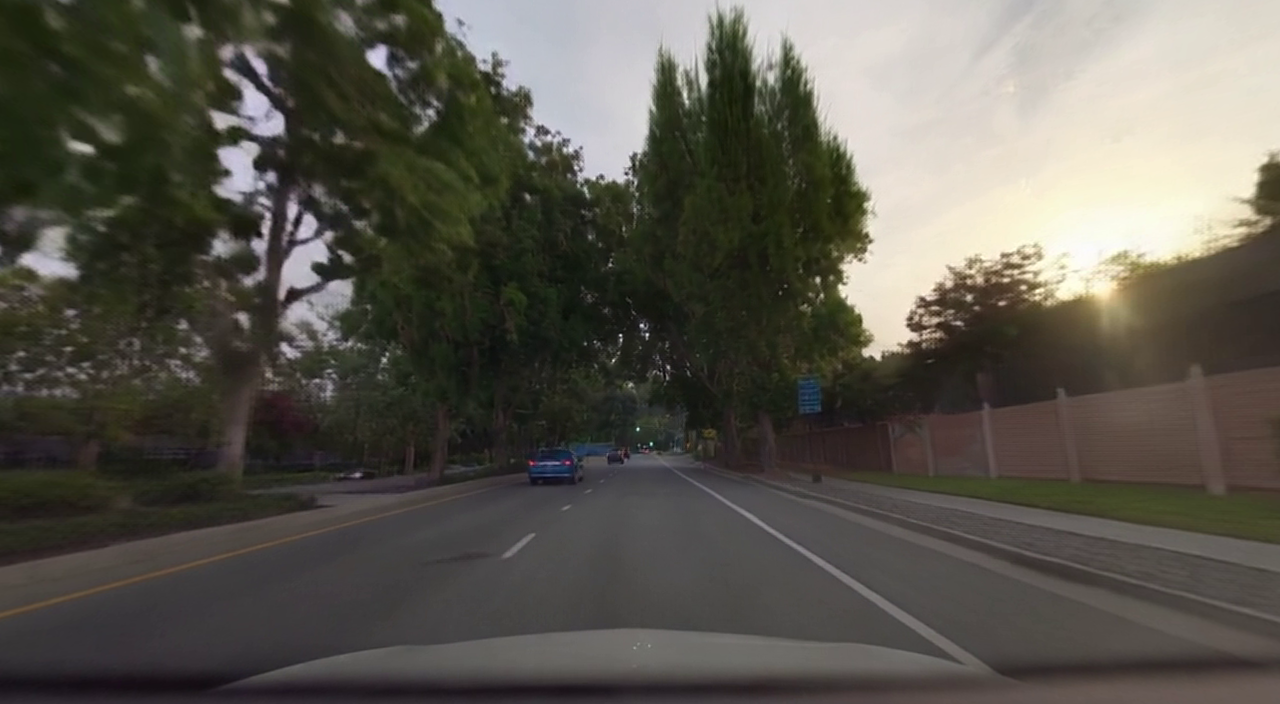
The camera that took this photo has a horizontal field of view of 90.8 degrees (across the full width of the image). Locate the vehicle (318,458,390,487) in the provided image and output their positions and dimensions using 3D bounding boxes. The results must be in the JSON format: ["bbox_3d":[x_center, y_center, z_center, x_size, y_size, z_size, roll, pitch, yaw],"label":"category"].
[{"bbox_3d":[-16.775,7.053,37.300,1.992,1.483,4.649,-1,-9,1],"label":"vehicle"}]

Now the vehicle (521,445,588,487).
[{"bbox_3d":[-3.161,4.311,24.125,1.870,1.431,4.317,-1,-9,1],"label":"vehicle"}]
